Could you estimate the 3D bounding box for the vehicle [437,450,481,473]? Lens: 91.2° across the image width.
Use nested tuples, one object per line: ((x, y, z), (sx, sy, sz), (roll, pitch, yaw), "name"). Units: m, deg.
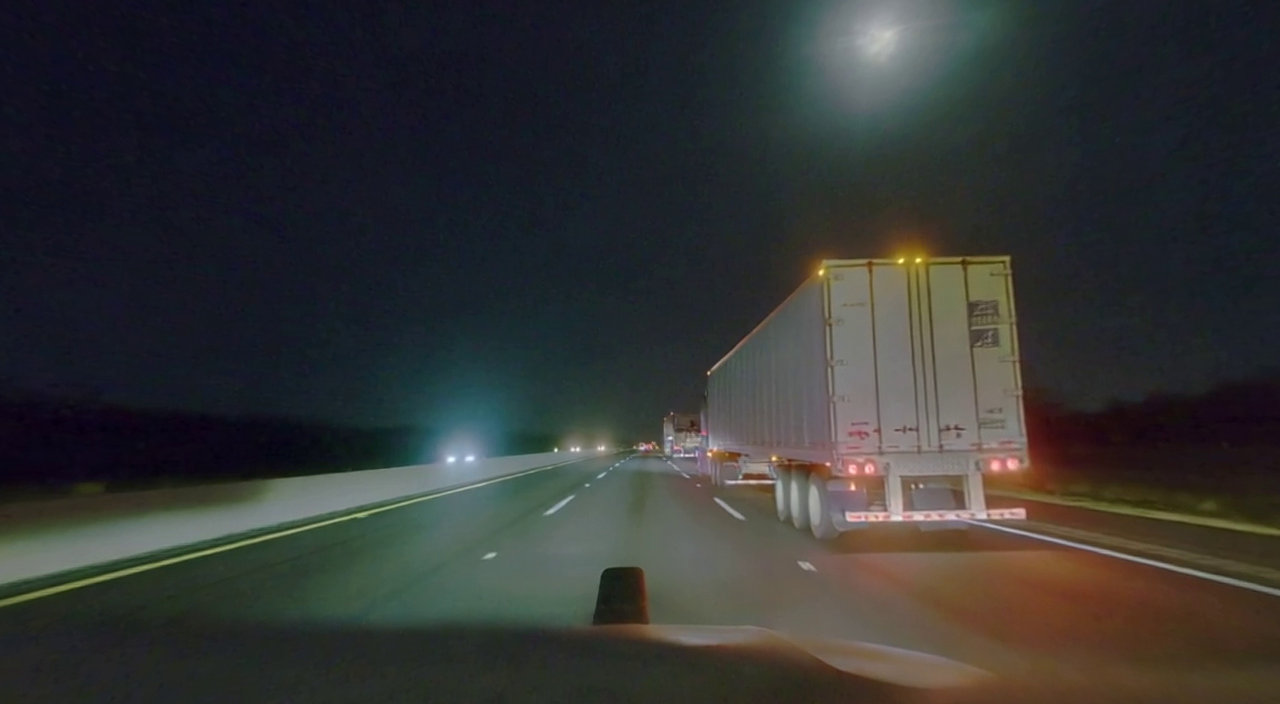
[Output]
((-12.620, 7.653, 44.037), (1.860, 1.528, 4.016), (0, -8, 0), "vehicle")
